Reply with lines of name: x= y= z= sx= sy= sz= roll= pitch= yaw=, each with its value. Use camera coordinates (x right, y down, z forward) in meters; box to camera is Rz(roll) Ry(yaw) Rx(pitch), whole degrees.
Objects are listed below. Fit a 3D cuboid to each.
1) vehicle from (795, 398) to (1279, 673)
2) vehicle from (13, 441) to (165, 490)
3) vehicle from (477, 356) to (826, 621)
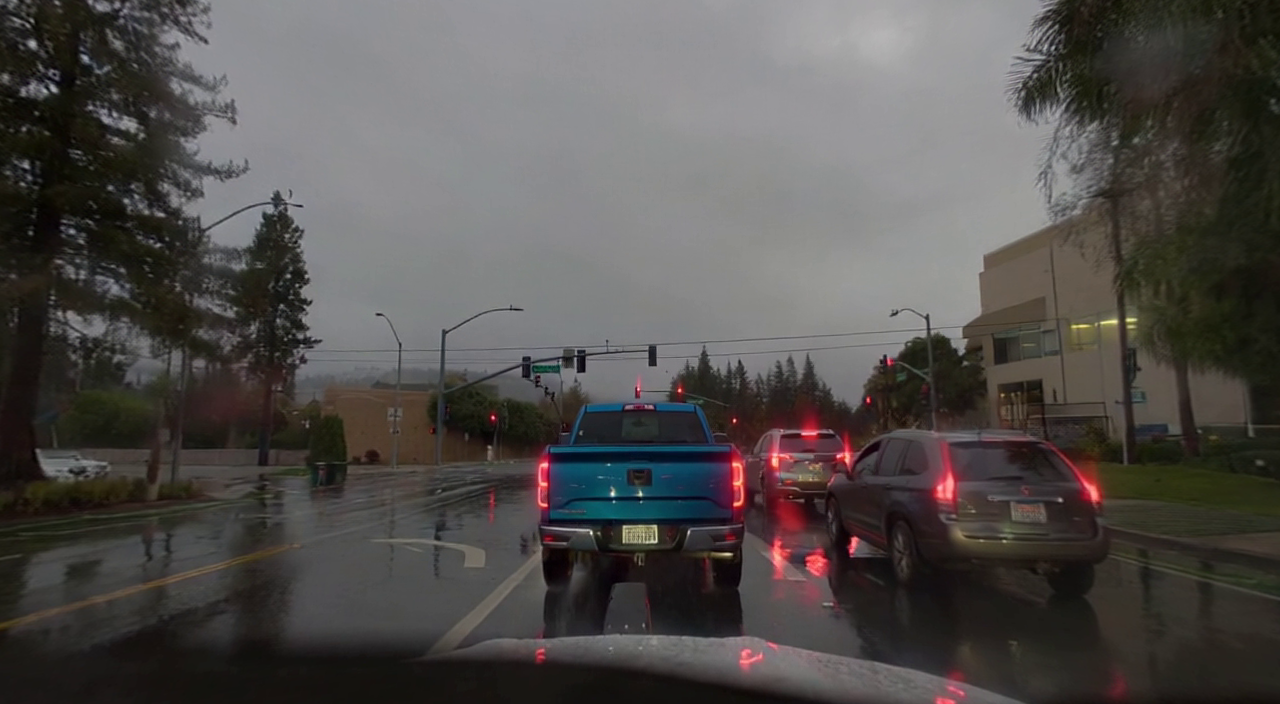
vehicle: x=3.333 y=1.498 z=6.496 sx=2.155 sy=1.667 sz=5.162 roll=0 pitch=-8 yaw=0
vehicle: x=-21.748 y=4.458 z=25.193 sx=2.062 sy=1.764 sz=4.508 roll=0 pitch=-8 yaw=-2
vehicle: x=0.109 y=1.426 z=7.582 sx=2.636 sy=2.011 sz=5.425 roll=0 pitch=-8 yaw=1
